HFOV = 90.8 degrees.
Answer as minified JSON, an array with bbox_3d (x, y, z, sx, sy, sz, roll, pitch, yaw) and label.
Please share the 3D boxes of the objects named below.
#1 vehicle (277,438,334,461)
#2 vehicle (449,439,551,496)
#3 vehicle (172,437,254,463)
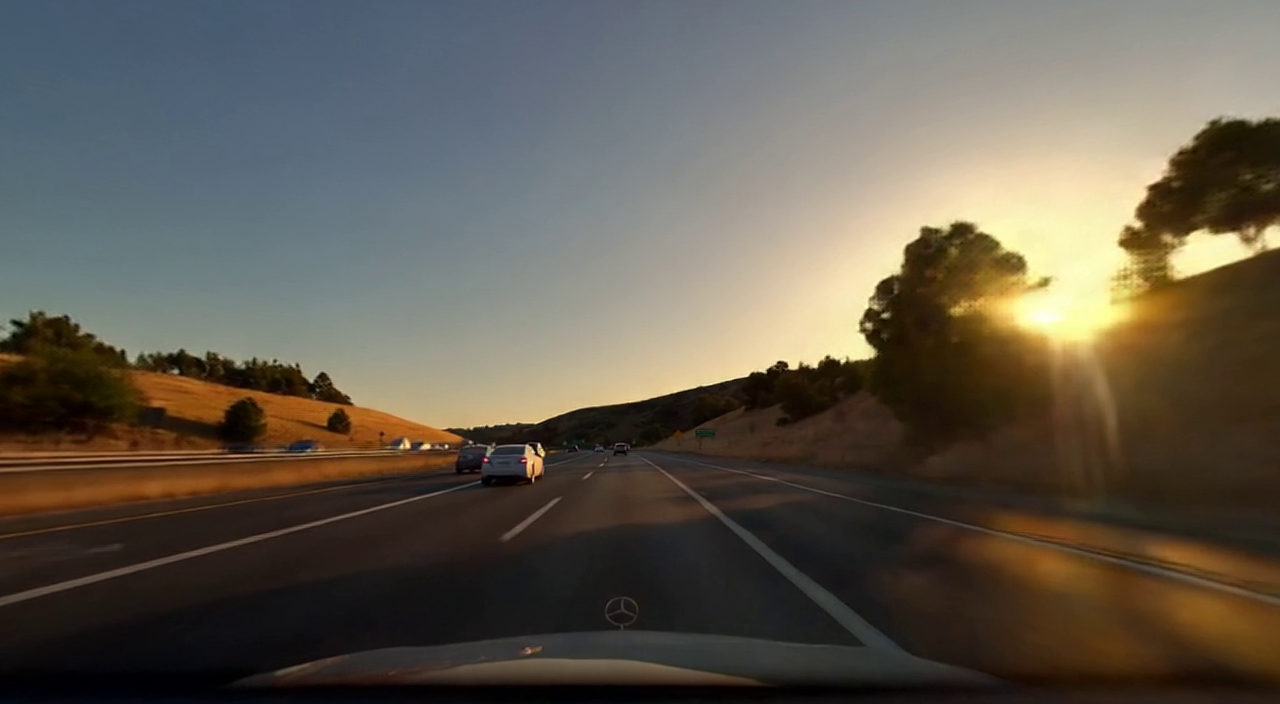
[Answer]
[{"bbox_3d":[-25.514,7.446,48.362,1.902,1.663,4.507,0,-9,-1],"label":"vehicle"},{"bbox_3d":[-4.112,3.460,19.361,2.073,1.516,4.478,0,-9,0],"label":"vehicle"},{"bbox_3d":[-29.440,6.764,43.779,2.245,1.692,4.979,0,-9,-1],"label":"vehicle"}]
